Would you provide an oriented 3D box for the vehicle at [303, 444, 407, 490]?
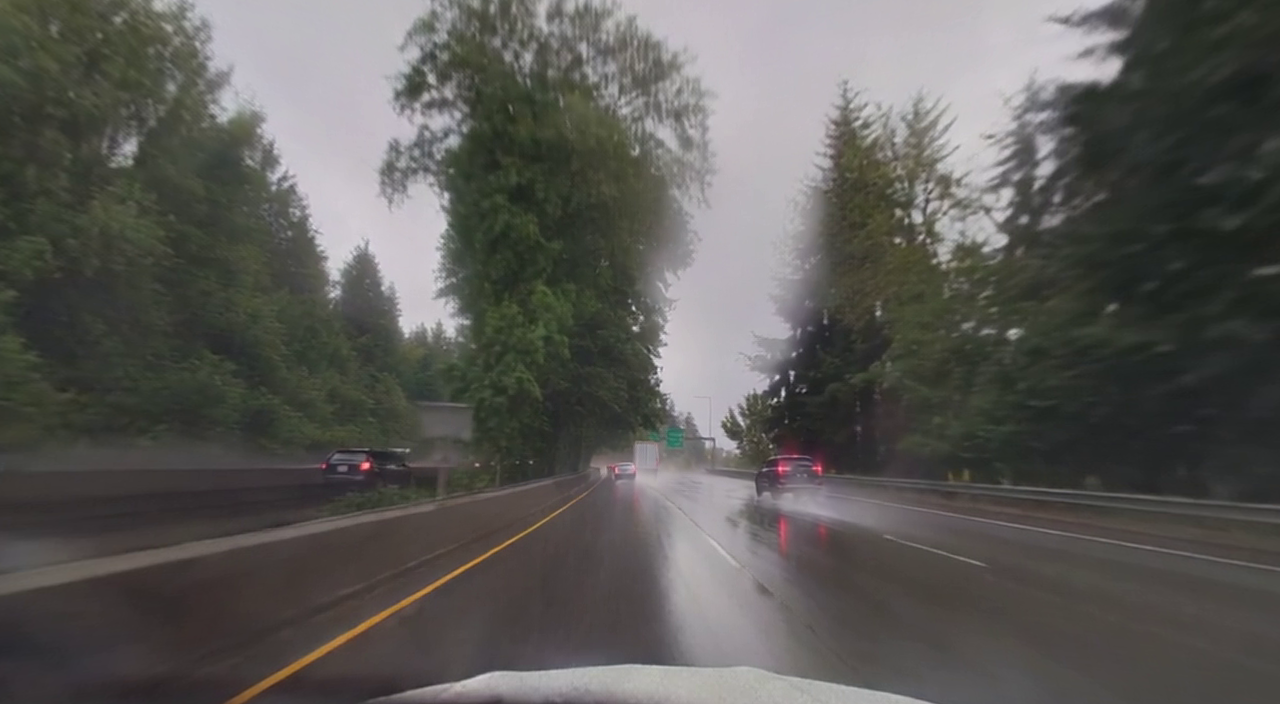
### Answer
[{"bbox_3d":[-11.467,4.710,25.767,1.952,1.618,4.859,1,-11,0],"label":"vehicle"}]

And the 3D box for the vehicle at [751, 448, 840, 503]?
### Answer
[{"bbox_3d":[5.544,4.512,23.133,1.998,1.776,4.663,1,-11,-1],"label":"vehicle"}]

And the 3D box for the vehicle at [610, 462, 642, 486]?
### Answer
[{"bbox_3d":[-0.947,8.000,41.423,1.987,1.467,3.903,1,-11,-2],"label":"vehicle"}]
